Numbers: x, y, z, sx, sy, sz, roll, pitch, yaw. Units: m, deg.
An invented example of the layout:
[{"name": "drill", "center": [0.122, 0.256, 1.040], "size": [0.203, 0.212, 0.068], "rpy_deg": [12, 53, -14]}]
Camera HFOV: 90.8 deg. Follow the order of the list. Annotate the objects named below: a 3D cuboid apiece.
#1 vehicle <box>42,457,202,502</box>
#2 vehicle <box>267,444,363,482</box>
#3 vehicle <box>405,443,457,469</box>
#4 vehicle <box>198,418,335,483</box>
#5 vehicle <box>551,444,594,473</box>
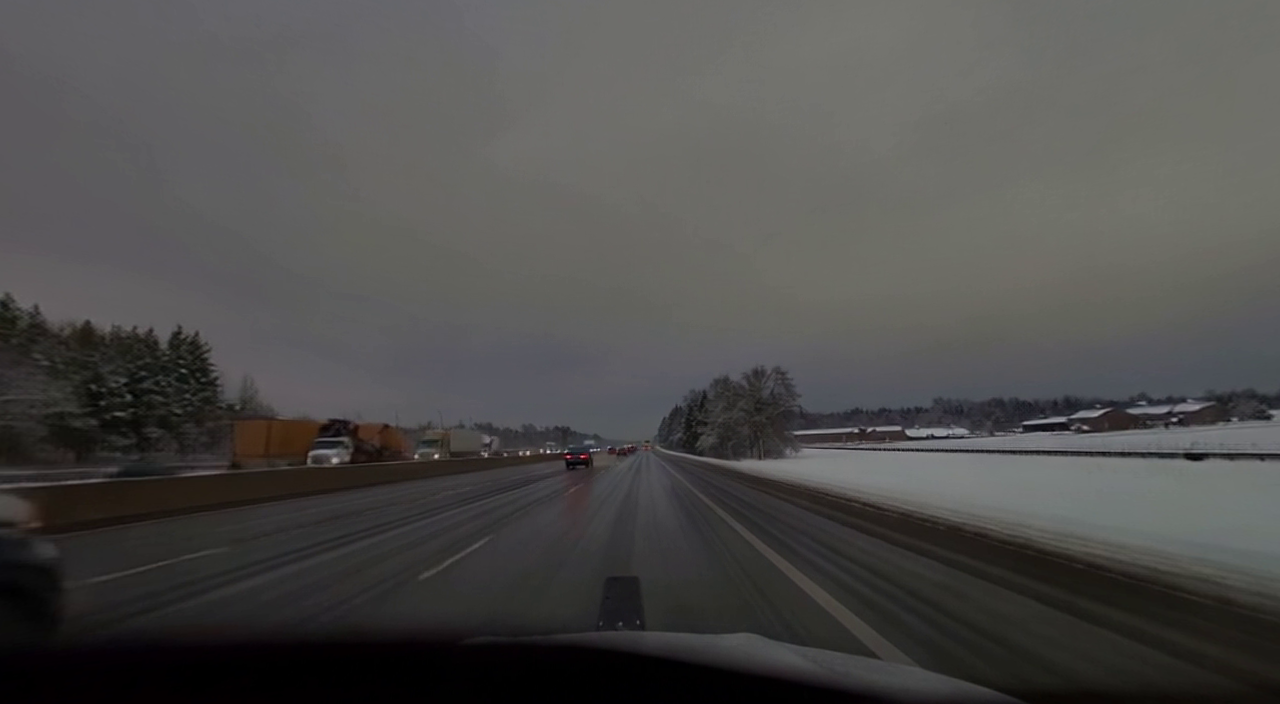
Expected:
[{"name": "vehicle", "center": [-19.255, 4.727, 23.828], "size": [1.947, 1.459, 4.851], "rpy_deg": [0, -9, 0]}, {"name": "vehicle", "center": [-15.709, 5.371, 30.862], "size": [2.100, 1.678, 4.963], "rpy_deg": [0, -9, -1]}, {"name": "vehicle", "center": [-15.556, 7.744, 47.159], "size": [2.204, 1.768, 4.787], "rpy_deg": [0, -9, 0]}, {"name": "vehicle", "center": [-23.747, 6.421, 41.026], "size": [3.167, 3.707, 9.297], "rpy_deg": [-1, -9, 0]}, {"name": "vehicle", "center": [-3.804, 6.065, 36.246], "size": [1.954, 1.541, 4.079], "rpy_deg": [0, -9, 1]}]
